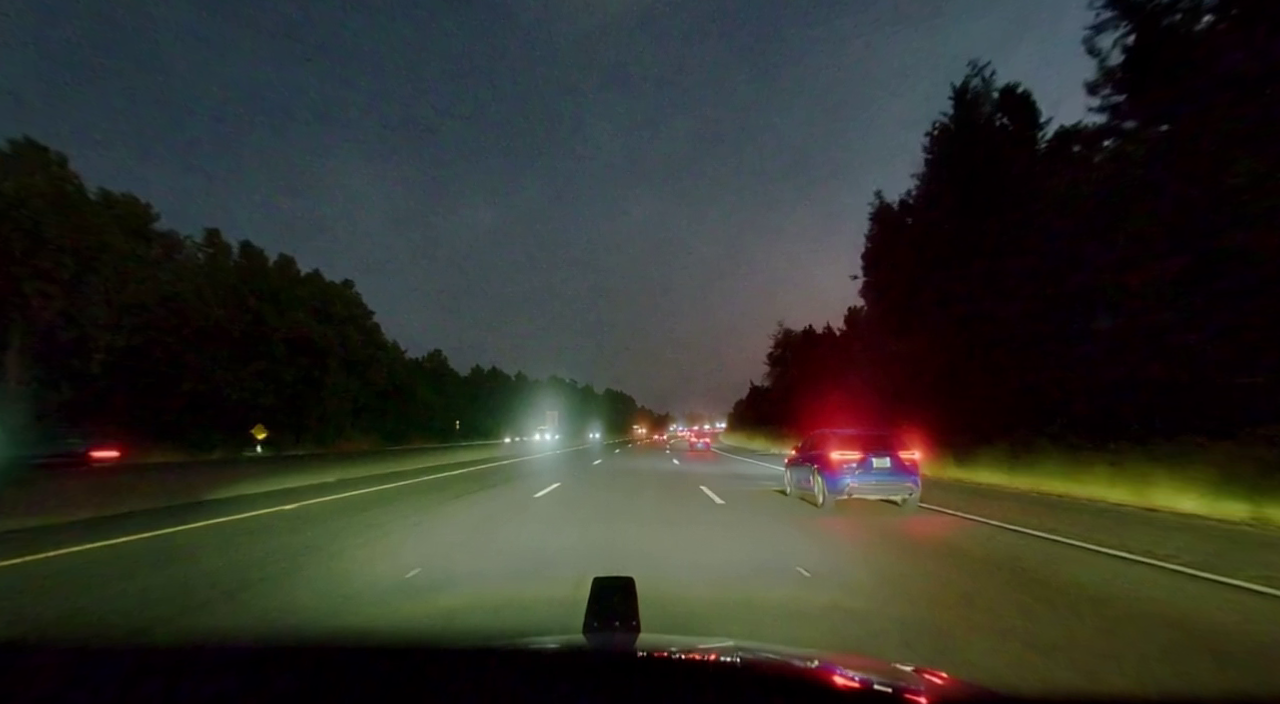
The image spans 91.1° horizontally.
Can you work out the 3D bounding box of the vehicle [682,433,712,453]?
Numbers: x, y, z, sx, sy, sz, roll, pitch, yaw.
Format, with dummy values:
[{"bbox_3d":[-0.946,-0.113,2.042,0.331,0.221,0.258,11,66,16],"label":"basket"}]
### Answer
[{"bbox_3d":[4.335,7.008,48.561,1.982,1.452,4.294,0,-8,1],"label":"vehicle"}]
